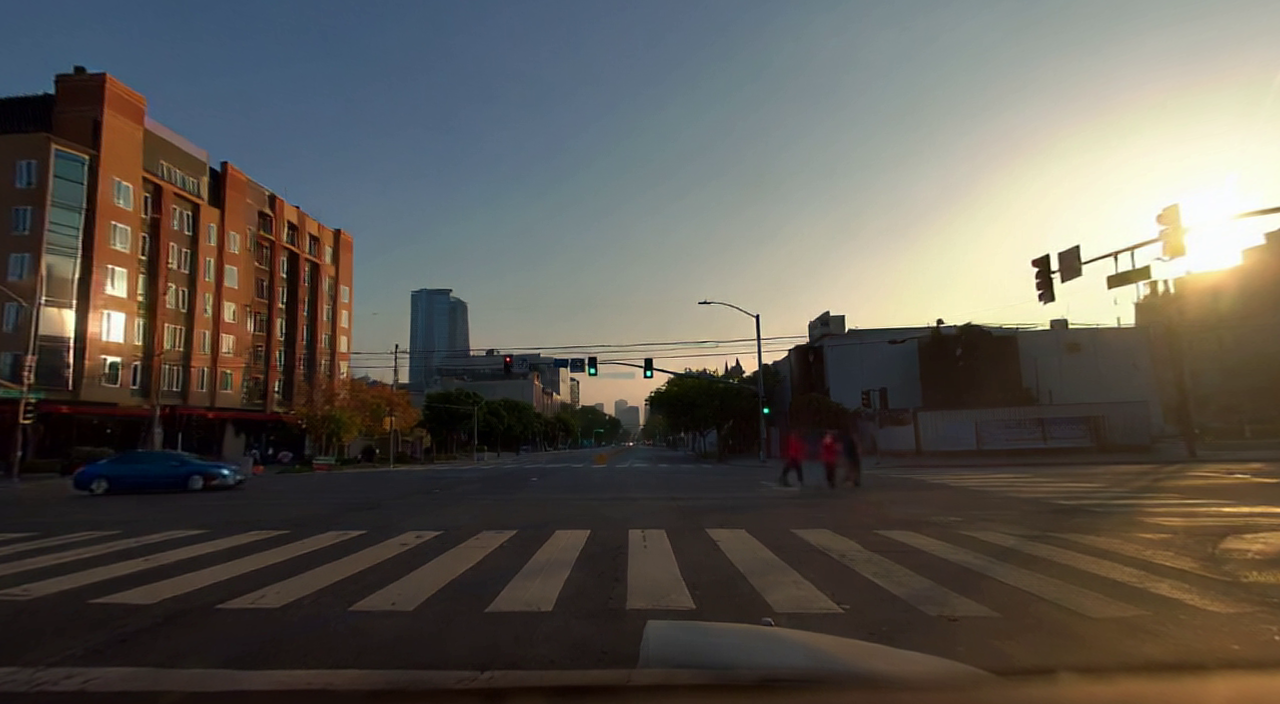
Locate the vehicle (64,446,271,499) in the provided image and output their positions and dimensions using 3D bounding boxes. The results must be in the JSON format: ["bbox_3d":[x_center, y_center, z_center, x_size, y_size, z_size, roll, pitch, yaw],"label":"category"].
[{"bbox_3d":[-13.790,3.513,18.518,4.551,1.454,1.941,0,-8,2],"label":"vehicle"}]

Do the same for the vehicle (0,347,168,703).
[{"bbox_3d":[-3.633,0.614,1.050,2.109,1.692,4.587,0,-8,0],"label":"vehicle"}]
